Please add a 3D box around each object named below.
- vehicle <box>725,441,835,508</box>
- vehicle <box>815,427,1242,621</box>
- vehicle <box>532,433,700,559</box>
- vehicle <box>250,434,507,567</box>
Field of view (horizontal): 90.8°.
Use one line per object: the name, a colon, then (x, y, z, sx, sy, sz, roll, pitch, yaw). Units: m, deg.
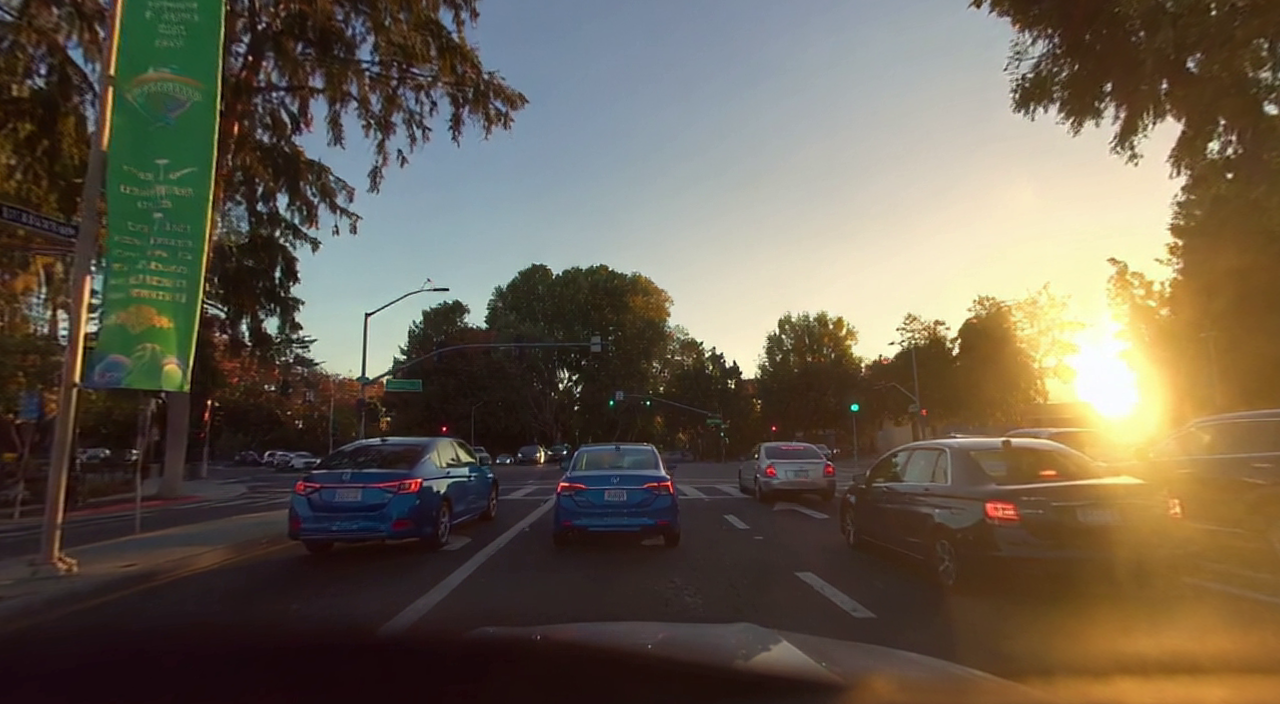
vehicle: (3.423, 3.049, 16.215, 1.852, 1.498, 3.825, 0, -8, -1)
vehicle: (3.617, 1.657, 7.151, 1.953, 1.471, 4.470, 0, -8, 0)
vehicle: (-0.303, 1.985, 9.400, 1.994, 1.479, 3.647, 0, -8, -1)
vehicle: (-3.360, 1.966, 9.167, 1.929, 1.457, 4.136, 0, -8, 0)
